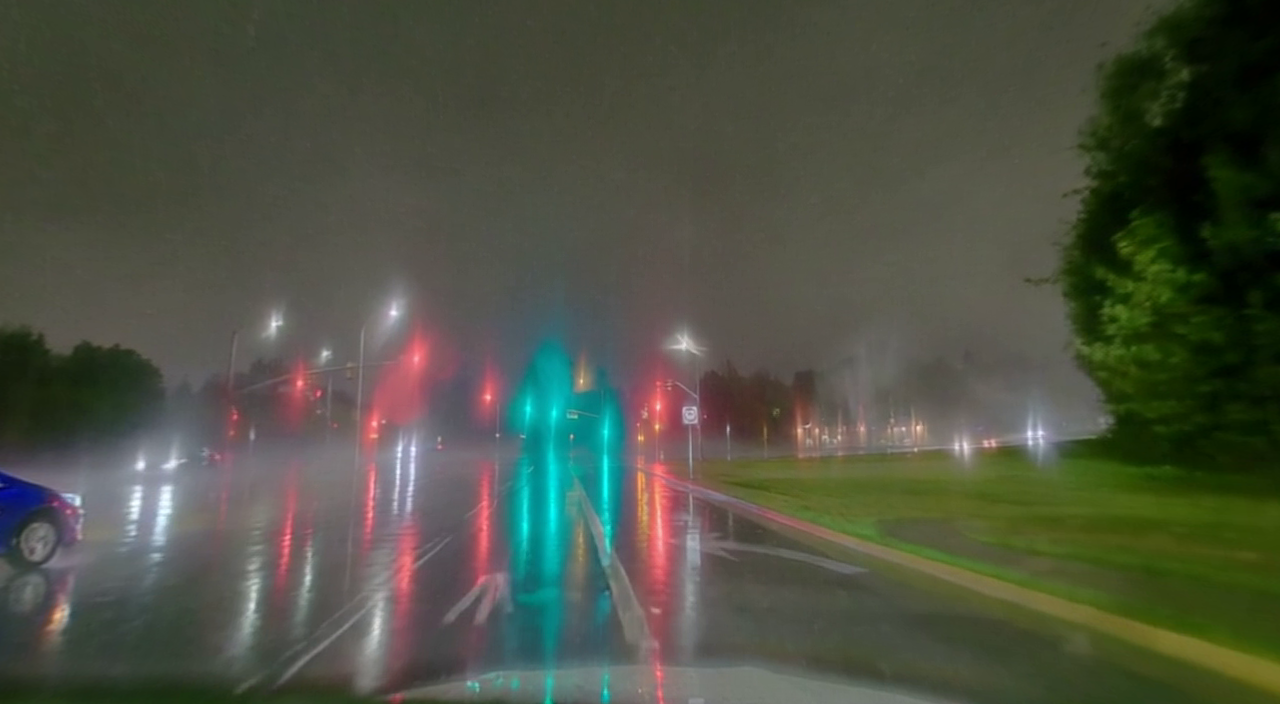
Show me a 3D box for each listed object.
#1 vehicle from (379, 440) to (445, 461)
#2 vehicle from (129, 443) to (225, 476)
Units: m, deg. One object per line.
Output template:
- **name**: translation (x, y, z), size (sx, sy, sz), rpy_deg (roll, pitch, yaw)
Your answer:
- **vehicle**: translation (-17.548, 7.553, 48.671), size (1.837, 1.530, 4.570), rpy_deg (-6, -10, 32)
- **vehicle**: translation (-22.466, 5.196, 30.790), size (1.877, 1.492, 4.205), rpy_deg (1, -8, -7)
